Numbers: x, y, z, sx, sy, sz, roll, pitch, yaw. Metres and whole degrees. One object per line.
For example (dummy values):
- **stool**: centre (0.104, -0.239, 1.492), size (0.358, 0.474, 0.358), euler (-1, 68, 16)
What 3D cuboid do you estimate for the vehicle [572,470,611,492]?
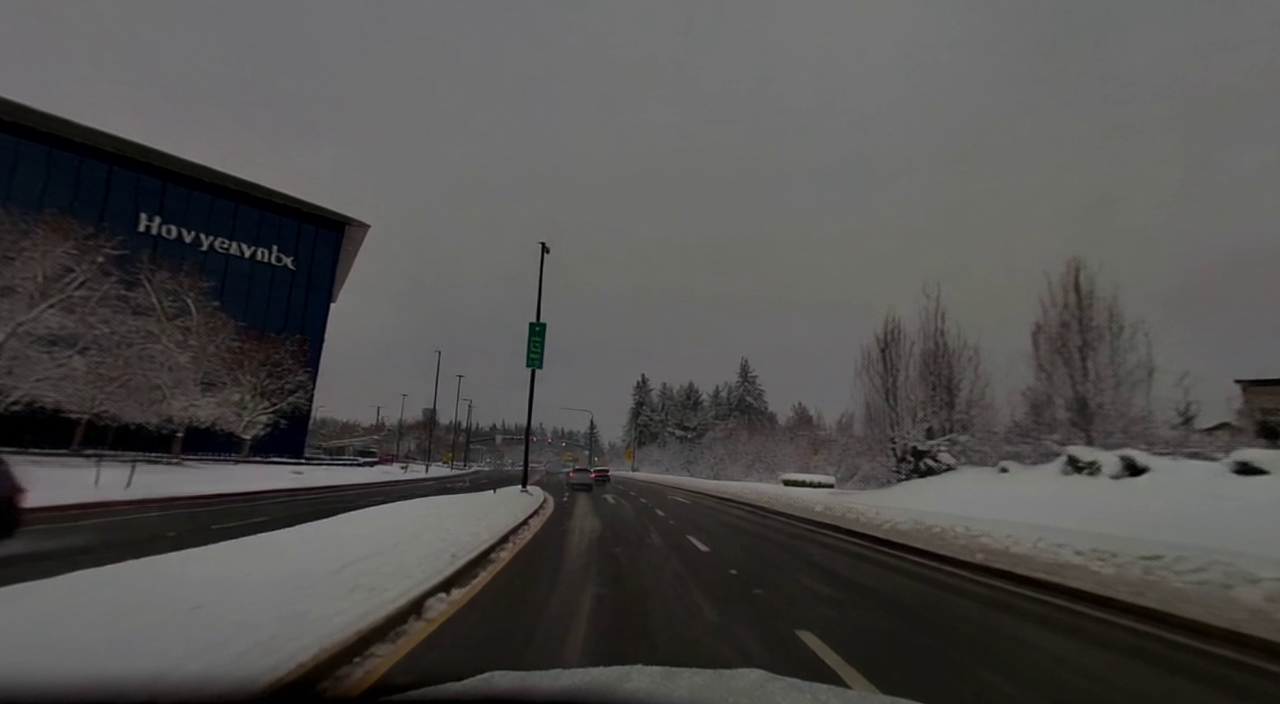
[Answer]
- **vehicle**: centre (-2.913, 7.599, 37.034), size (1.775, 1.186, 2.933), euler (3, -11, -14)
